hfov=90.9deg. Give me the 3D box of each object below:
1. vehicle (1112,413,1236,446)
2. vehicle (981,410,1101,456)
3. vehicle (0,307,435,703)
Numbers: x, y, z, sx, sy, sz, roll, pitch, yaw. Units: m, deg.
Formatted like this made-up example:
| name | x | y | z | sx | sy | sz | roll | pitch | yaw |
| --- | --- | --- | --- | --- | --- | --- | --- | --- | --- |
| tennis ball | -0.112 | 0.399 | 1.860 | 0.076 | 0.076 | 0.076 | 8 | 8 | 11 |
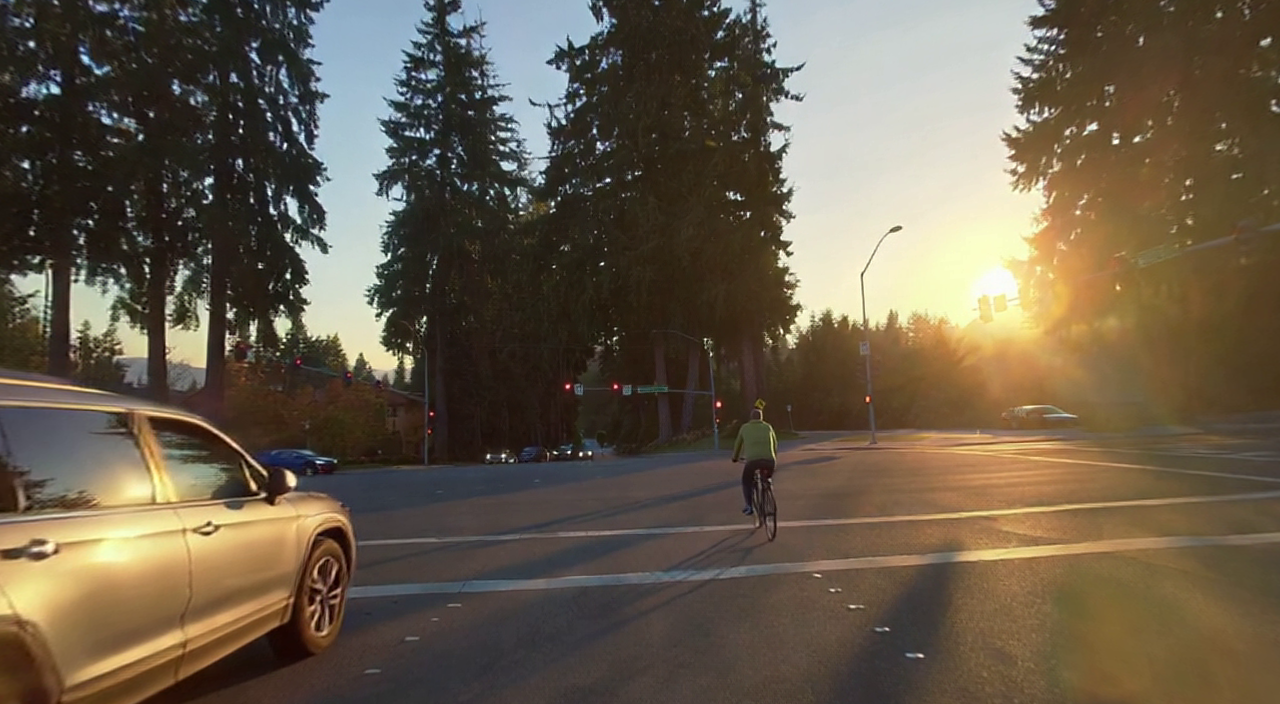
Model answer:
| name | x | y | z | sx | sy | sz | roll | pitch | yaw |
| --- | --- | --- | --- | --- | --- | --- | --- | --- | --- |
| vehicle | 25.740 | 3.778 | 30.415 | 4.716 | 1.507 | 1.904 | 2 | -9 | -11 |
| vehicle | 18.576 | 3.788 | 29.309 | 4.237 | 1.948 | 1.997 | 0 | -9 | -9 |
| vehicle | -2.960 | 0.990 | 3.533 | 2.049 | 1.756 | 4.602 | 0 | -8 | 0 |
